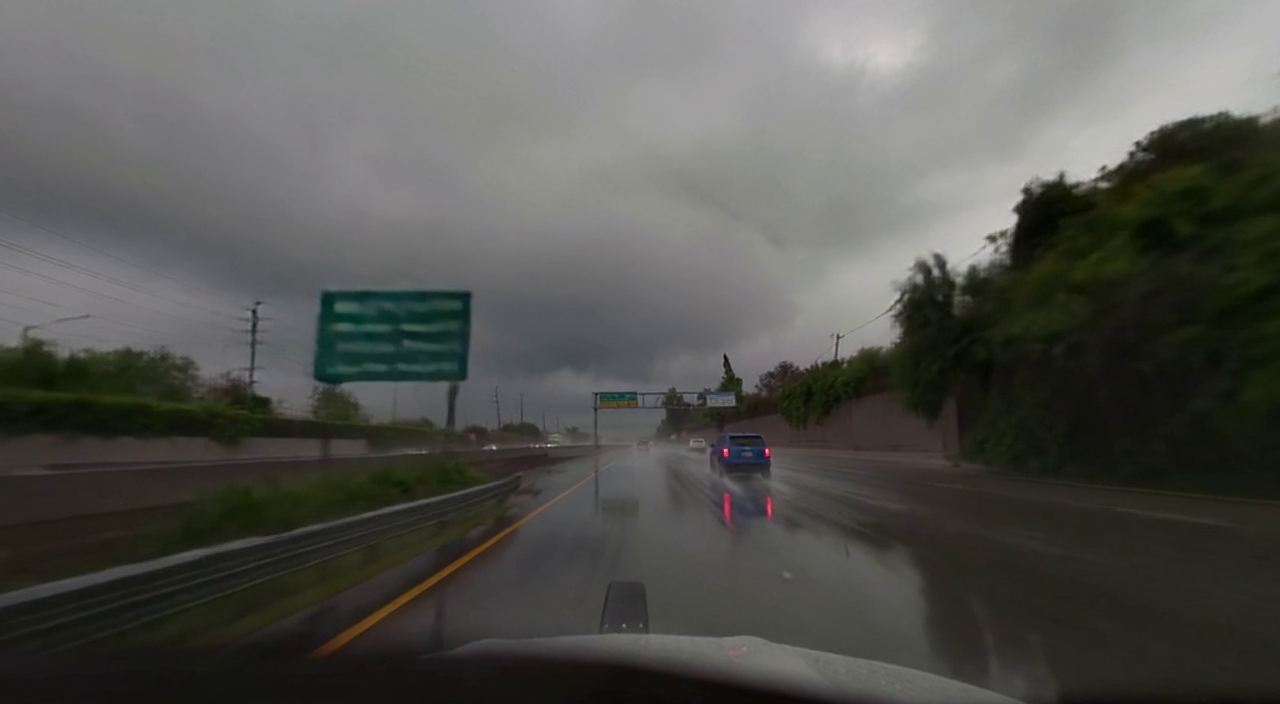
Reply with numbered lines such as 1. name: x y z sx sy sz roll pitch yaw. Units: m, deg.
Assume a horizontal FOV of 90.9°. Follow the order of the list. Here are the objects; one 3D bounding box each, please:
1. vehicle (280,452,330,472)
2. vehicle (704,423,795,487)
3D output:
1. vehicle: -24.967 8.176 47.091 1.906 1.324 3.264 0 -8 0
2. vehicle: 3.416 3.323 20.621 2.120 1.832 4.287 0 -8 -1
